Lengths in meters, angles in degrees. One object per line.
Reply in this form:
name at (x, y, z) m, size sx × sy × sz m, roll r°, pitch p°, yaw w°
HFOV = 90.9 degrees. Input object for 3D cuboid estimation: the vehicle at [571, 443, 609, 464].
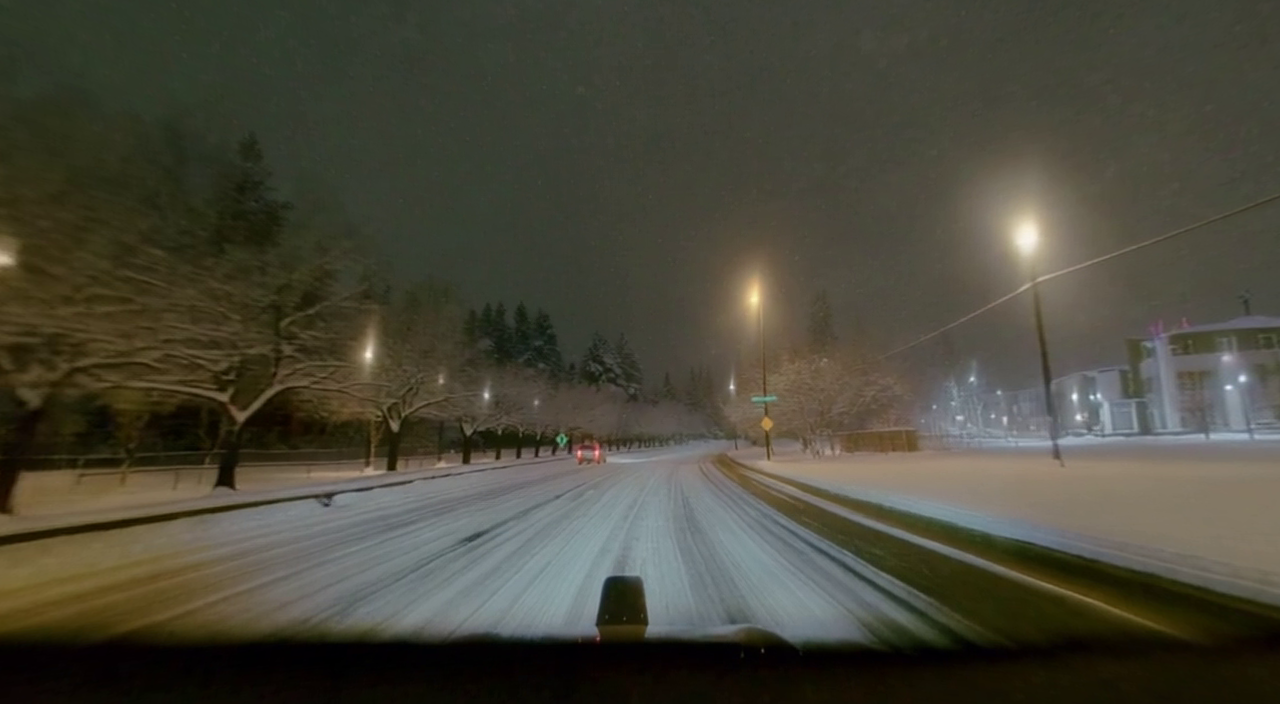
vehicle at (-3.604, 7.375, 46.029) m, size 1.945 × 1.461 × 4.605 m, roll -1°, pitch -9°, yaw 6°
